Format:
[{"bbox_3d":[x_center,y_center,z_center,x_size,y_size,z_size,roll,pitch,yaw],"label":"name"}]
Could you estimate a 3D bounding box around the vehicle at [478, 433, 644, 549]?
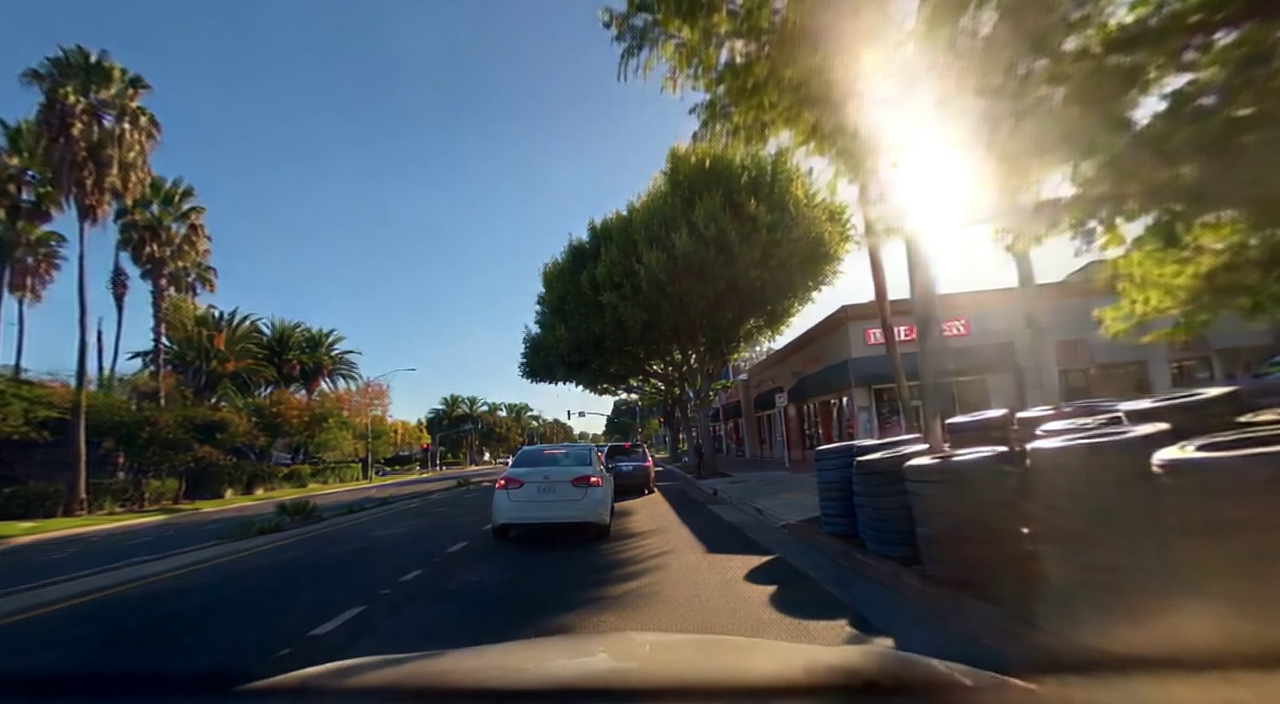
[{"bbox_3d":[-1.097,2.137,10.413,2.169,1.495,4.048,0,-8,-2],"label":"vehicle"}]
